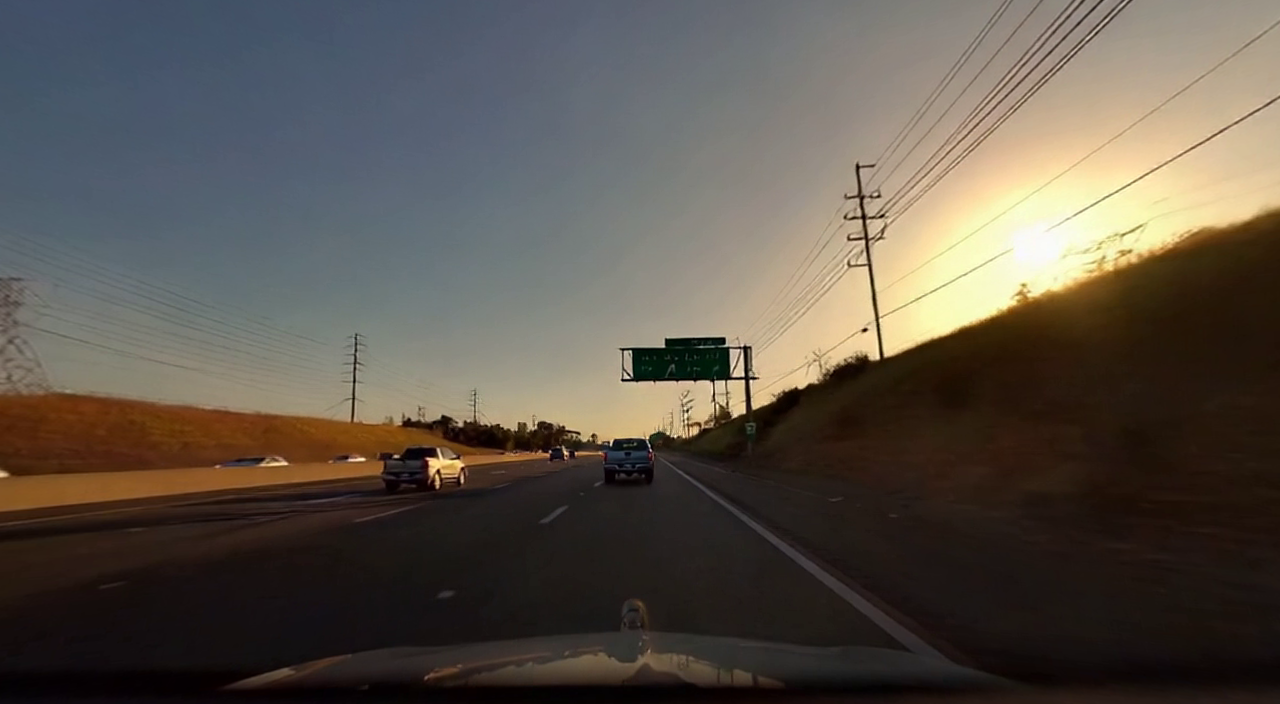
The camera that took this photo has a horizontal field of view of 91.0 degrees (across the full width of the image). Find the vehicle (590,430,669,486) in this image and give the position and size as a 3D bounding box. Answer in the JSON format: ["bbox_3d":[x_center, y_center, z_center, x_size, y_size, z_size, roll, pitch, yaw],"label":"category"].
[{"bbox_3d":[-0.424,4.462,26.856,2.972,2.087,6.126,0,-9,0],"label":"vehicle"}]

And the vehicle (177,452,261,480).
[{"bbox_3d":[-27.262,7.399,40.991,2.292,1.660,4.482,0,-9,1],"label":"vehicle"}]

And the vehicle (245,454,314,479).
[{"bbox_3d":[-23.370,7.424,41.043,1.861,1.488,4.345,0,-9,1],"label":"vehicle"}]

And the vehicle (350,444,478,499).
[{"bbox_3d":[-7.142,3.817,20.657,2.189,1.553,5.202,0,-9,1],"label":"vehicle"}]
